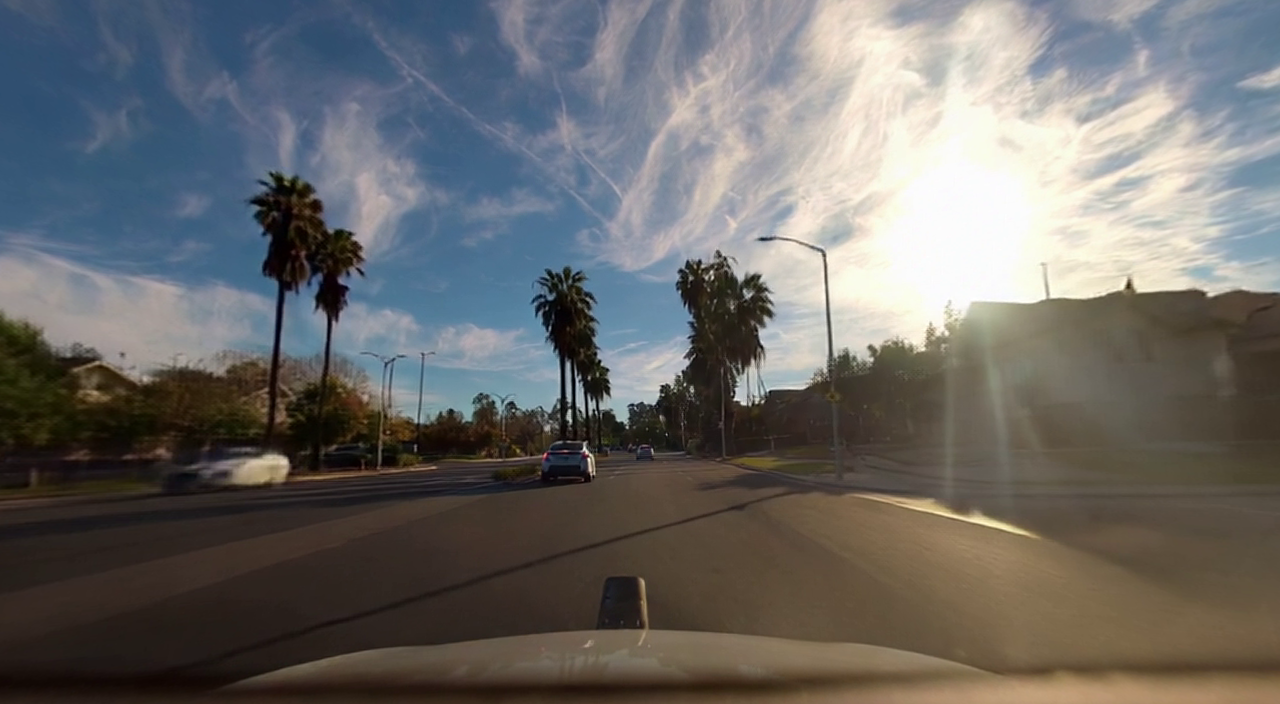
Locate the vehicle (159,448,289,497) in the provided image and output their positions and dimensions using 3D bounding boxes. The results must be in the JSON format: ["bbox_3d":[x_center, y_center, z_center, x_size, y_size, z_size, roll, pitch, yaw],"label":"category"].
[{"bbox_3d":[-17.570,5.058,26.994,2.105,1.871,4.969,0,-9,1],"label":"vehicle"}]

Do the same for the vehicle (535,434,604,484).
[{"bbox_3d":[-2.973,4.699,28.029,2.370,1.968,5.698,0,-9,1],"label":"vehicle"}]
